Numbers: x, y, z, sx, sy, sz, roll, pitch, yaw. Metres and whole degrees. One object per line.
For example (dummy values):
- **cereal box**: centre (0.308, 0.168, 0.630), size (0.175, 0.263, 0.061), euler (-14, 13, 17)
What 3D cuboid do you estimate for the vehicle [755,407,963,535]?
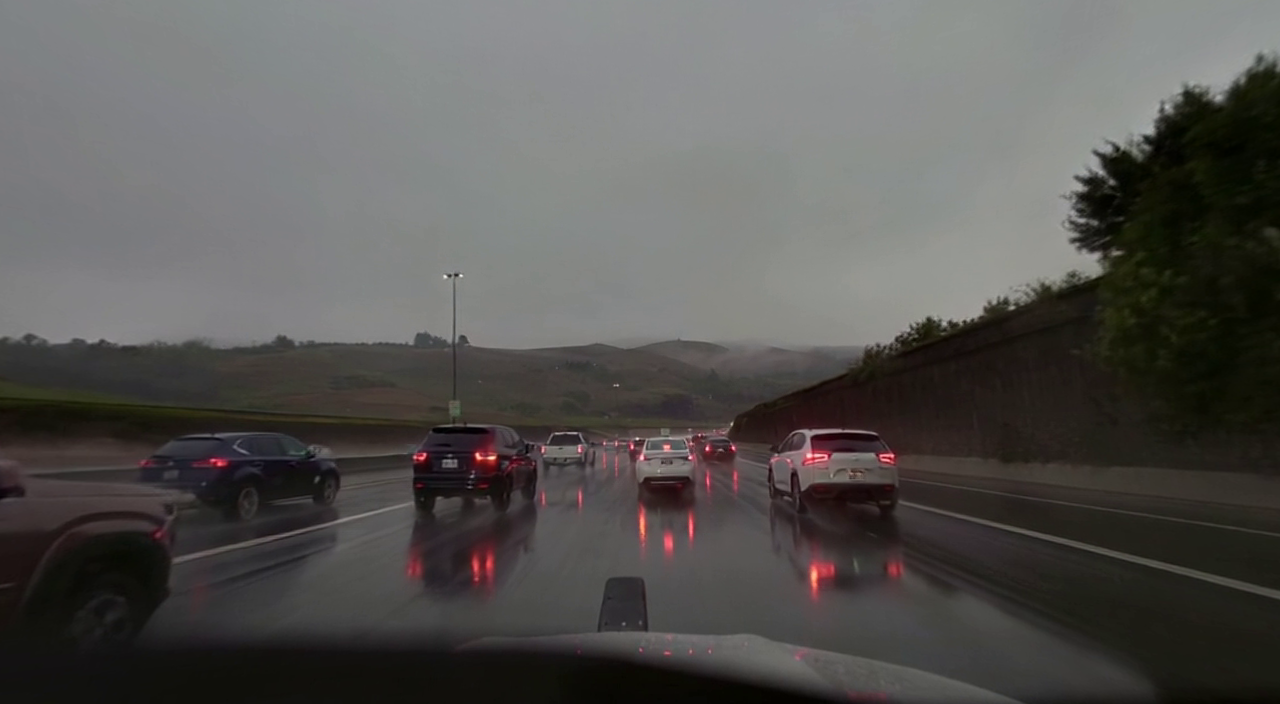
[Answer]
- **vehicle**: centre (3.459, 1.988, 11.094), size (2.046, 1.765, 4.534), euler (0, -8, 0)

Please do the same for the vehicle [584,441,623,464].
- **vehicle**: centre (-2.227, 6.242, 39.282), size (1.973, 1.378, 3.677), euler (-1, -8, 4)

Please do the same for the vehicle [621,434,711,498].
- **vehicle**: centre (0.649, 2.973, 16.906), size (2.105, 1.471, 4.349), euler (0, -8, 1)

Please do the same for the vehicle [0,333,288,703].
- **vehicle**: centre (-3.573, 0.747, 2.094), size (2.179, 1.723, 4.410), euler (0, -8, 1)

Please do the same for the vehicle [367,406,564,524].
- **vehicle**: centre (-3.176, 2.221, 13.003), size (2.301, 1.902, 5.374), euler (0, -8, 3)
